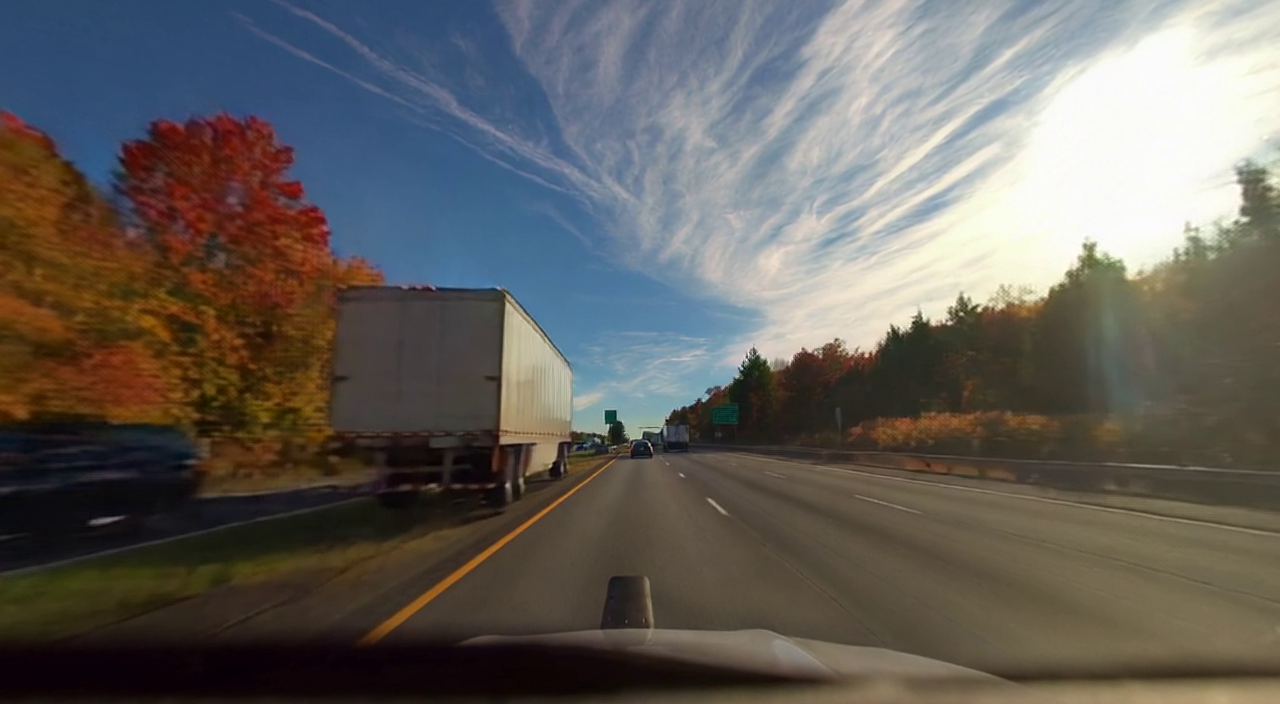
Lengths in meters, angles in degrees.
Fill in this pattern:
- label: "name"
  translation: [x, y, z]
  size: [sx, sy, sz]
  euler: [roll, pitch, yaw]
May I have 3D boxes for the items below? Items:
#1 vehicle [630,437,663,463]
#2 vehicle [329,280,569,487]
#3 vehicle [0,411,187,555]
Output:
- label: "vehicle"
  translation: [0.395, 6.108, 39.367]
  size: [1.924, 1.498, 3.817]
  euler: [0, -8, 0]
- label: "vehicle"
  translation: [-4.207, 1.378, 17.598]
  size: [3.120, 3.936, 11.480]
  euler: [0, -8, 0]
- label: "vehicle"
  translation: [-8.292, 1.601, 7.902]
  size: [1.974, 1.631, 4.232]
  euler: [0, -8, 0]
